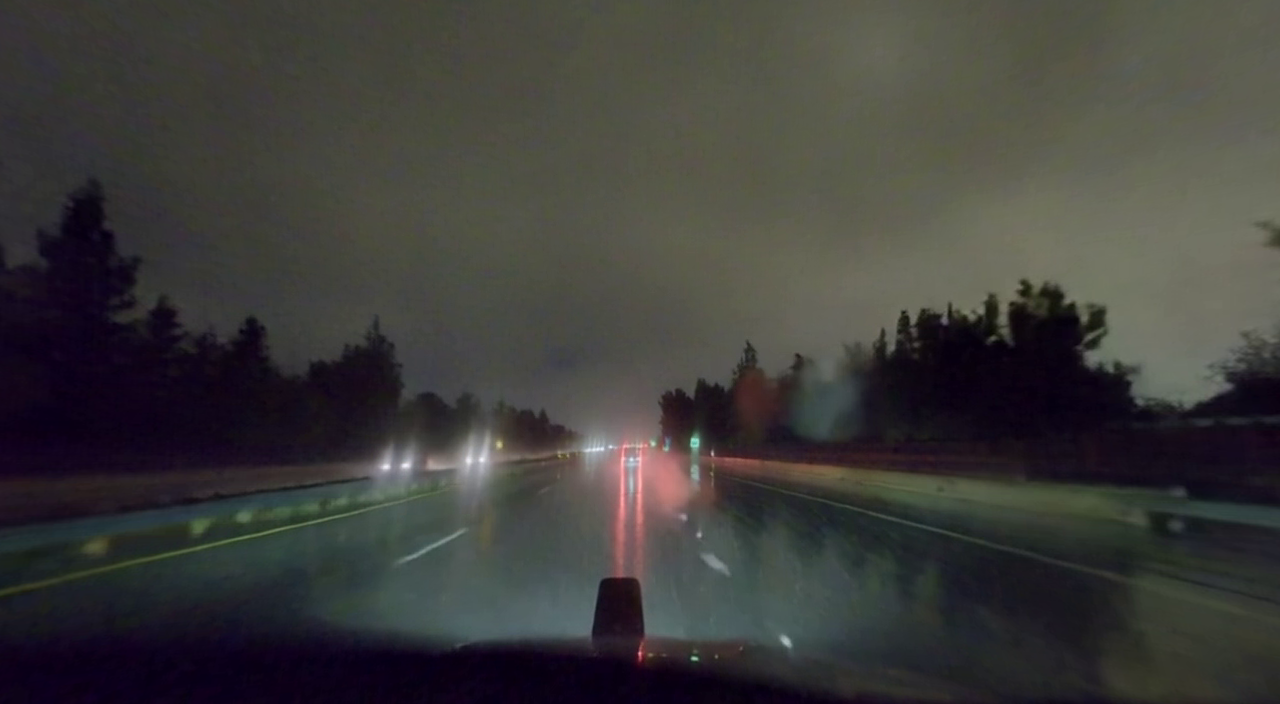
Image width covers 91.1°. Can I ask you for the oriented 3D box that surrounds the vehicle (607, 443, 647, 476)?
[{"bbox_3d":[-0.674,6.099,35.815,2.120,1.715,4.153,0,-9,0],"label":"vehicle"}]
